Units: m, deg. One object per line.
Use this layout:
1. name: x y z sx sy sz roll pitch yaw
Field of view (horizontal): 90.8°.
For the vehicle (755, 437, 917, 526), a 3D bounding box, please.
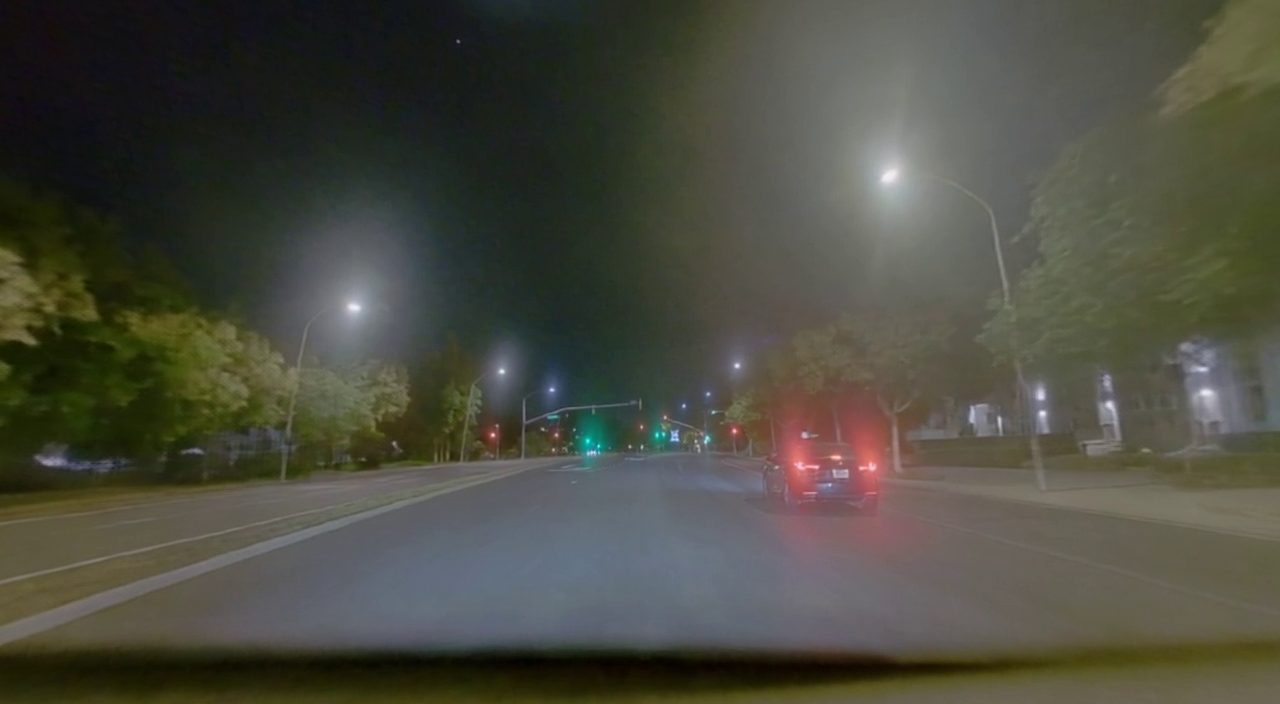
1. vehicle: 3.613 2.451 12.516 1.852 1.453 4.083 0 -9 -1
